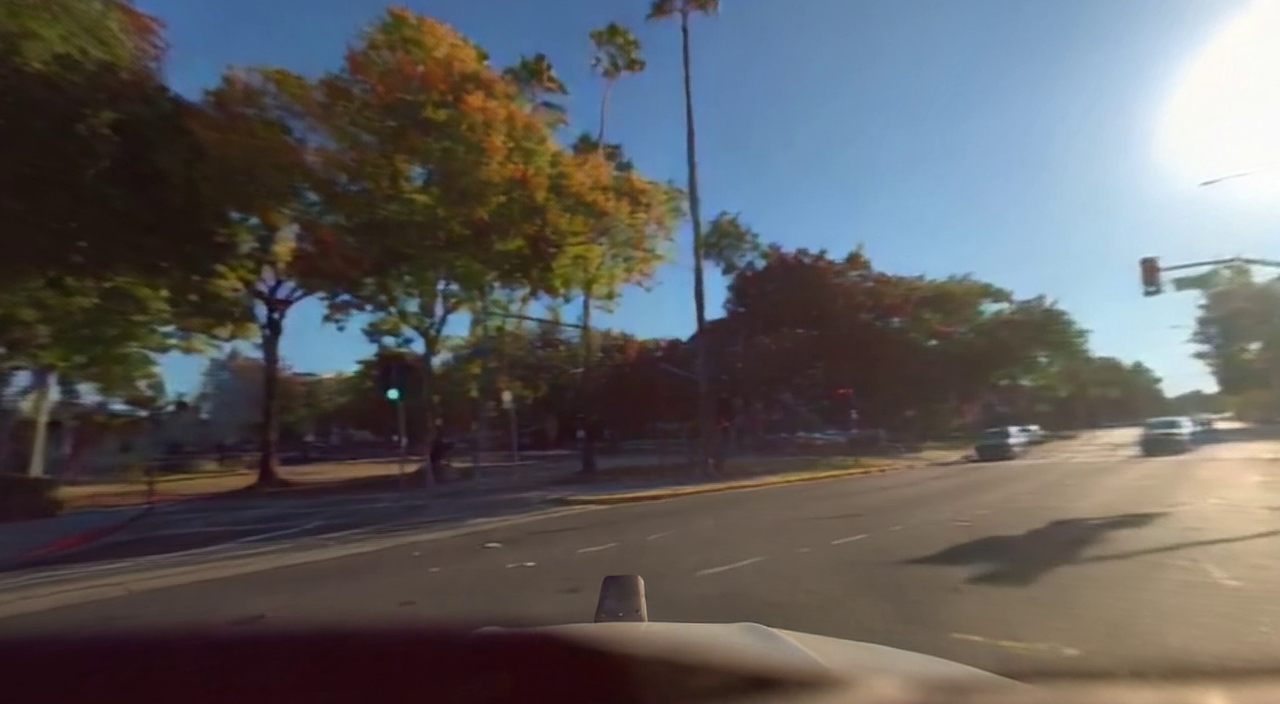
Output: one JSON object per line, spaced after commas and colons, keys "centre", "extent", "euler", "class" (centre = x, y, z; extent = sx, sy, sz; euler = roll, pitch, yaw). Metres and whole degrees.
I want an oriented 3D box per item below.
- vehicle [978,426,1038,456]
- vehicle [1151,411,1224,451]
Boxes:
{"centre": [20.009, 4.846, 34.272], "extent": [1.786, 1.499, 3.797], "euler": [-9, -12, 44], "class": "vehicle"}
{"centre": [24.814, 3.641, 28.600], "extent": [4.025, 1.663, 2.034], "euler": [8, -12, -44], "class": "vehicle"}
